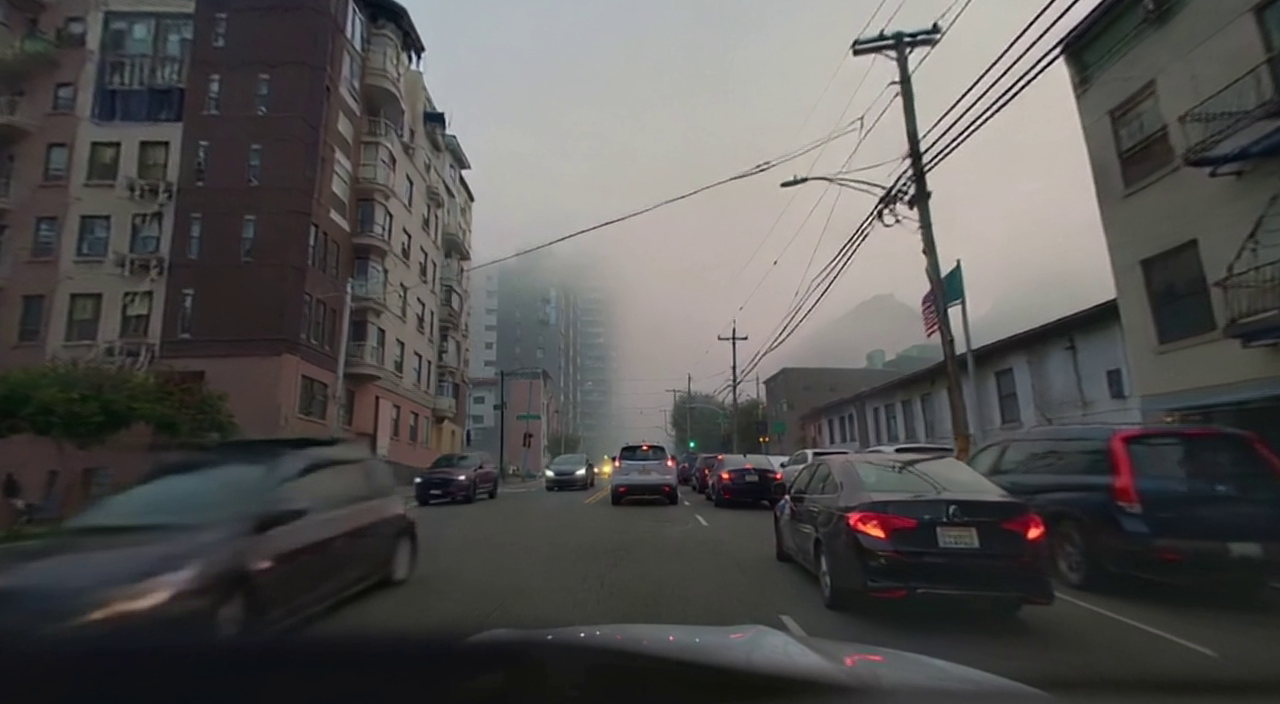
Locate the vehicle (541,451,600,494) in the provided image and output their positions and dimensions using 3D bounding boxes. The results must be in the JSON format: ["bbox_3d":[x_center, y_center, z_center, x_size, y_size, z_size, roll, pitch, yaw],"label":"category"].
[{"bbox_3d":[-2.953,5.253,27.849,2.023,1.646,4.282,0,-9,1],"label":"vehicle"}]

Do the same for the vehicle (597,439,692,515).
[{"bbox_3d":[0.058,3.241,16.854,2.232,1.736,4.036,0,-8,-1],"label":"vehicle"}]

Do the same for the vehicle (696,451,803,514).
[{"bbox_3d":[2.921,3.606,18.081,2.116,1.487,4.988,0,-8,-1],"label":"vehicle"}]

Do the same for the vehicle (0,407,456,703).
[{"bbox_3d":[-3.478,1.513,5.911,2.112,1.705,4.365,0,-9,1],"label":"vehicle"}]

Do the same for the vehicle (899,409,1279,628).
[{"bbox_3d":[5.386,1.780,7.938,2.093,1.818,5.189,0,-8,1],"label":"vehicle"}]

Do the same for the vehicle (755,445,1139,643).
[{"bbox_3d":[2.720,1.777,7.022,2.029,1.460,4.451,0,-8,0],"label":"vehicle"}]
